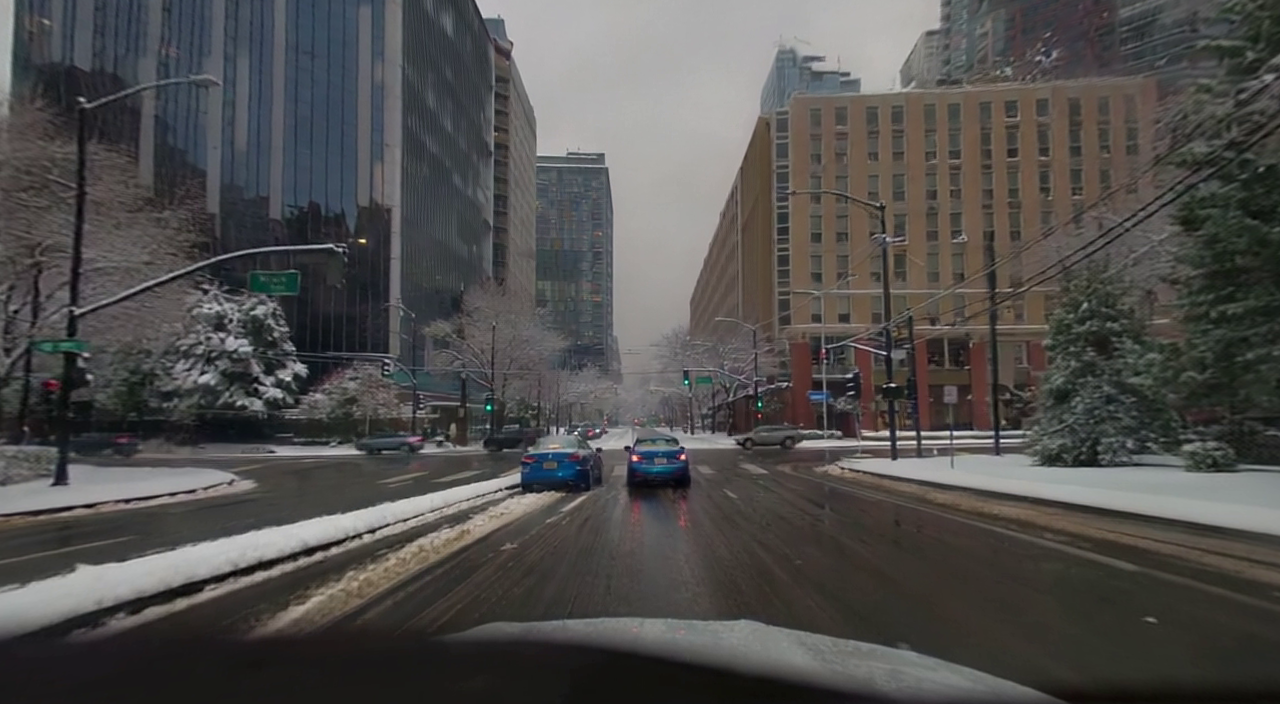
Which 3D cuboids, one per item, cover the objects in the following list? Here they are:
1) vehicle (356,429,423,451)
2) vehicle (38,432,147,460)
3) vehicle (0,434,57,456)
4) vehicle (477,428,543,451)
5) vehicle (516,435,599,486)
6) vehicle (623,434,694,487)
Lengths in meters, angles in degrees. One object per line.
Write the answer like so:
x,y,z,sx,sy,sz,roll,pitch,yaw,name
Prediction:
-19.269,6.827,48.780,4.410,1.656,2.302,2,-9,-11,vehicle
-36.114,6.211,41.788,4.964,1.789,1.941,2,-9,-11,vehicle
-46.425,6.880,46.734,4.314,1.571,1.846,2,-9,-9,vehicle
-9.687,6.578,47.234,4.694,1.677,1.847,2,-9,-10,vehicle
-2.584,3.542,20.945,1.995,1.479,4.627,0,-9,2,vehicle
0.540,3.353,19.836,2.016,1.478,3.795,0,-9,1,vehicle
